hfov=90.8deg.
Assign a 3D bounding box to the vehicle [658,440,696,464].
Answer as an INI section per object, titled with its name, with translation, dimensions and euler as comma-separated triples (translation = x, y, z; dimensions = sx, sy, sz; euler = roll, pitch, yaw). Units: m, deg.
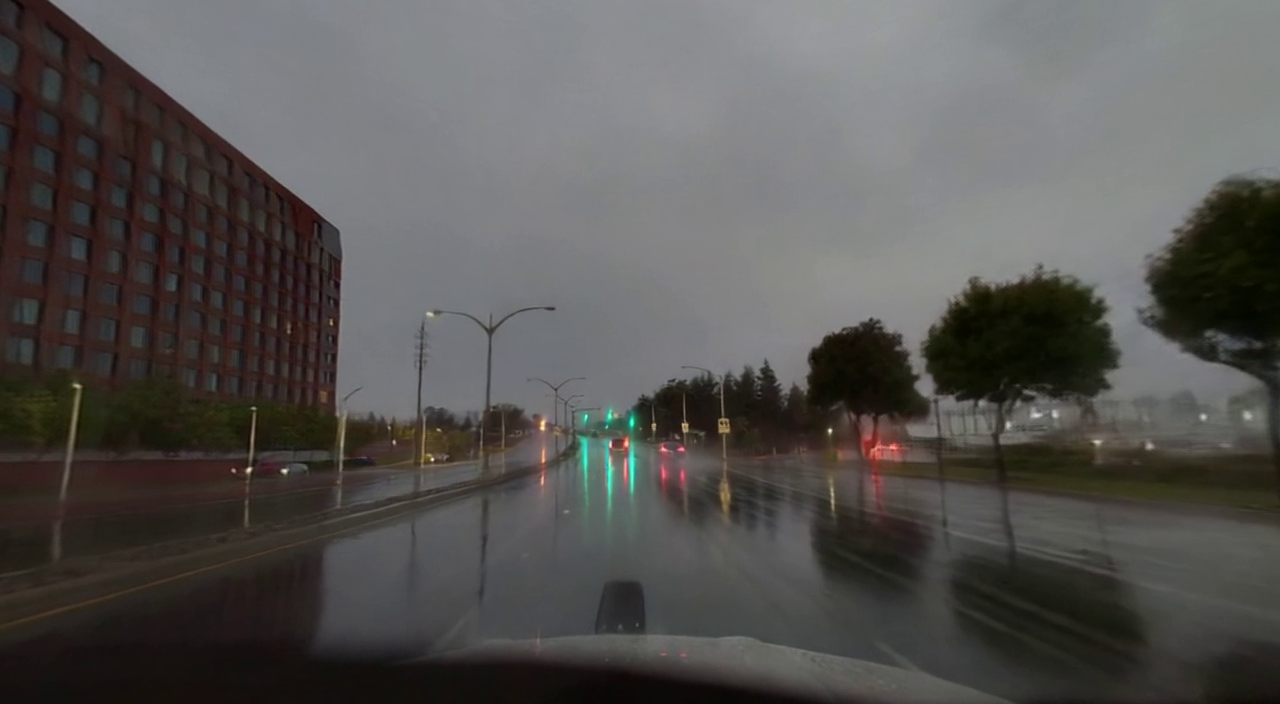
[vehicle]
translation = 2.497, 6.899, 43.676
dimensions = 2.090, 1.506, 4.382
euler = 0, -8, -3
